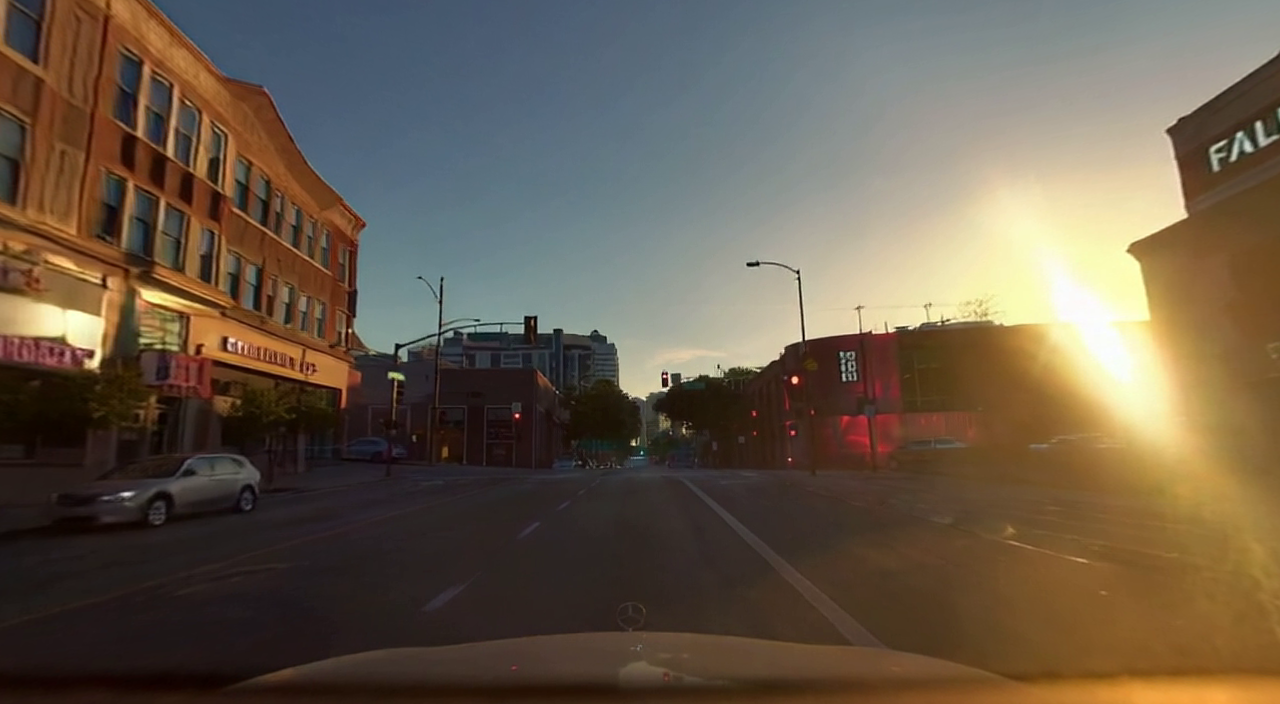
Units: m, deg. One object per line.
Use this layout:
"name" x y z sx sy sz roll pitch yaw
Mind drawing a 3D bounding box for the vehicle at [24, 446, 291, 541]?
"vehicle" -9.287 2.691 12.785 1.908 1.529 4.522 0 -8 -1

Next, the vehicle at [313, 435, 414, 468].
"vehicle" -17.515 6.298 40.045 5.376 1.994 2.196 -1 -8 8
